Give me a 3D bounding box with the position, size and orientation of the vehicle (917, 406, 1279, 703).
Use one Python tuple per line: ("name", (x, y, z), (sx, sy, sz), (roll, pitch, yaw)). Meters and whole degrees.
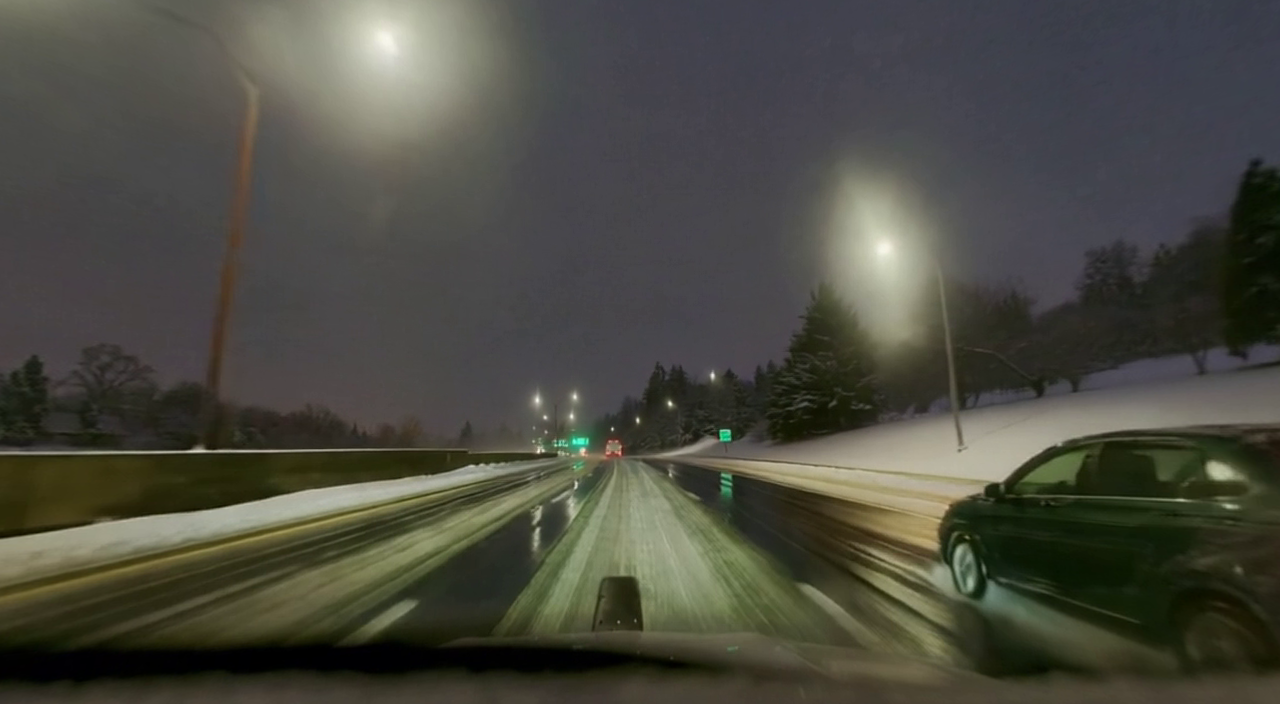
("vehicle", (3.838, 1.116, 3.636), (2.217, 1.477, 4.817), (0, -9, -1))
